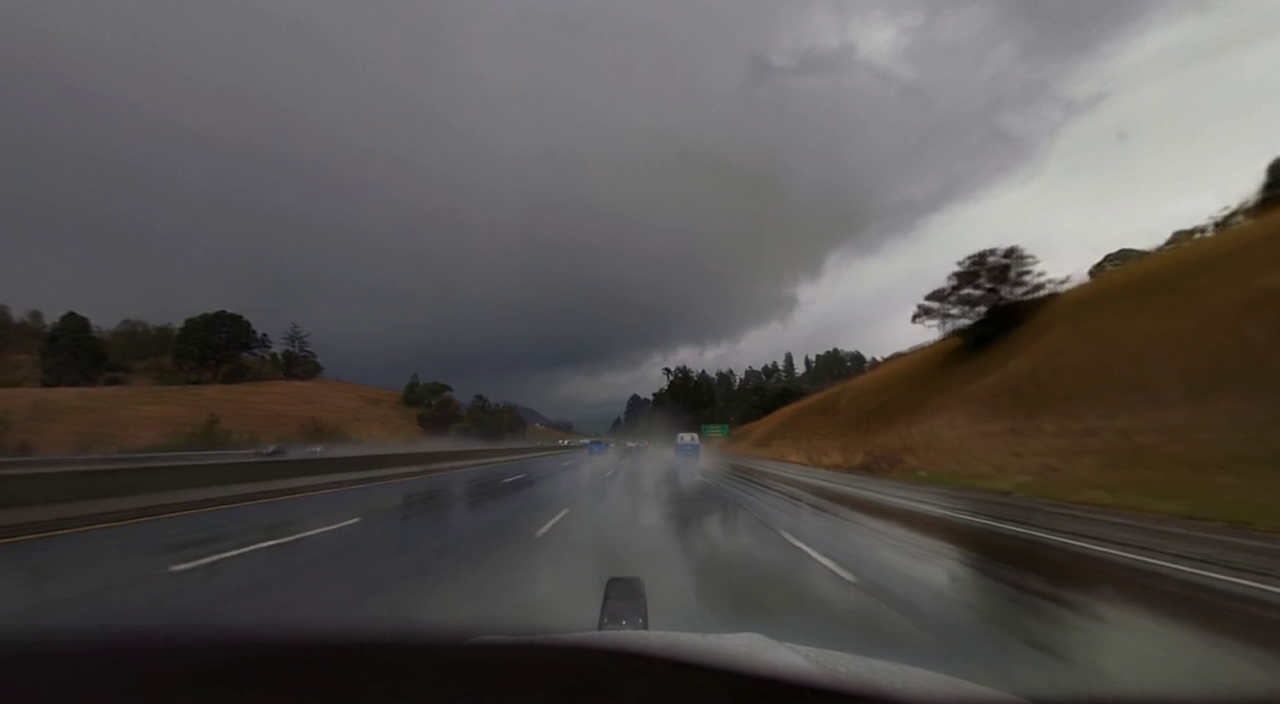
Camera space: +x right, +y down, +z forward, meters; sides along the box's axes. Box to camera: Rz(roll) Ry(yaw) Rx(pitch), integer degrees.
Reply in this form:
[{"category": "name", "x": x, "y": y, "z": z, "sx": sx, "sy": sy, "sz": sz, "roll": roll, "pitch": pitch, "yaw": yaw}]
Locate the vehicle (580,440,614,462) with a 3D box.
[{"category": "vehicle", "x": -3.227, "y": 7.453, "z": 47.757, "sx": 2.159, "sy": 1.562, "sz": 4.441, "roll": -1, "pitch": -8, "yaw": 1}]
